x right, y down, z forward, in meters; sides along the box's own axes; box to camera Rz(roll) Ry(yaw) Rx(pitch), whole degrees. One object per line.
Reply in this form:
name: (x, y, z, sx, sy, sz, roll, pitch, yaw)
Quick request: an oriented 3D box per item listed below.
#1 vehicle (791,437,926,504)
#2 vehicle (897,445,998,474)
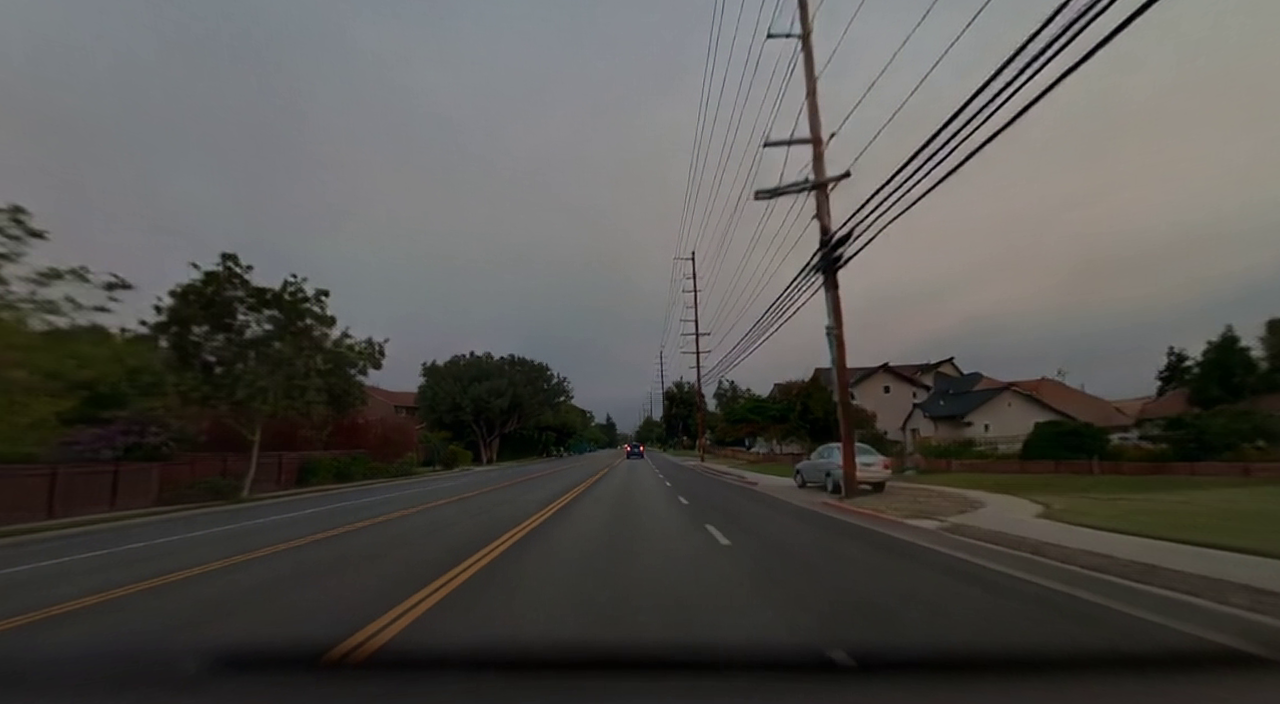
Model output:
vehicle: (6.005, 3.292, 18.048, 2.039, 1.637, 4.782, 0, -8, -1)
vehicle: (15.104, 5.287, 31.069, 4.034, 1.403, 1.821, 0, -8, -2)
